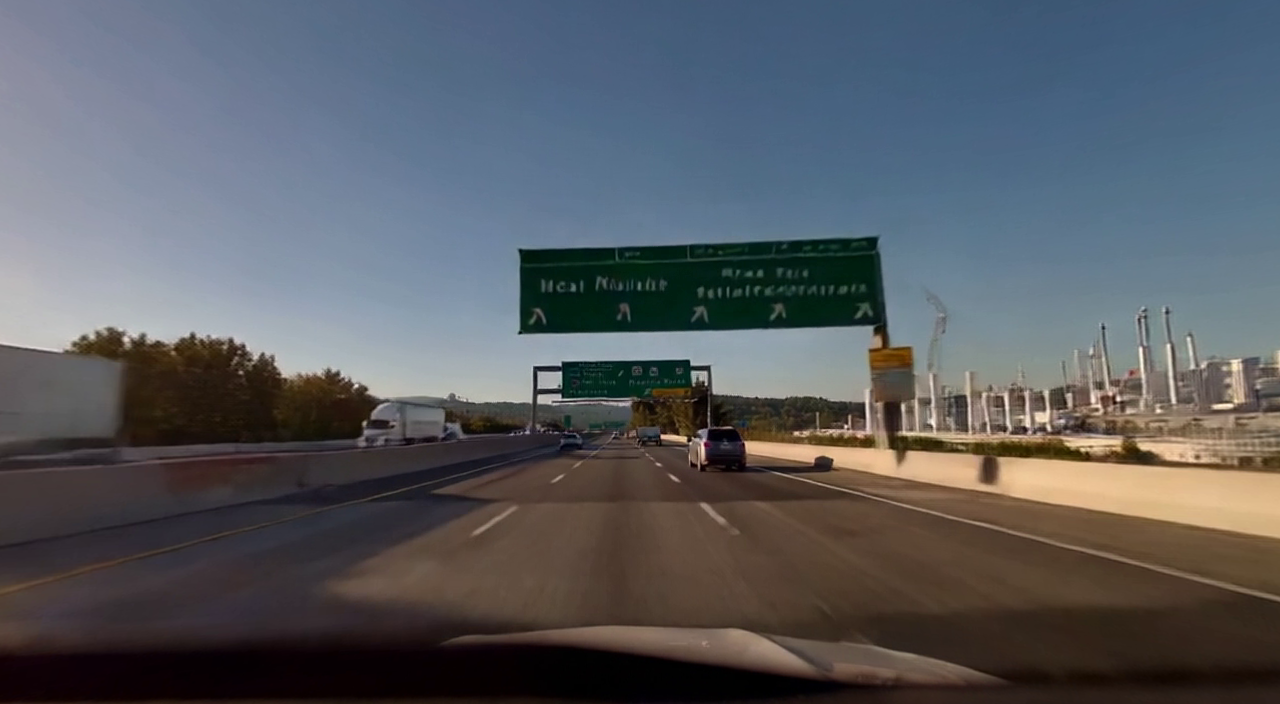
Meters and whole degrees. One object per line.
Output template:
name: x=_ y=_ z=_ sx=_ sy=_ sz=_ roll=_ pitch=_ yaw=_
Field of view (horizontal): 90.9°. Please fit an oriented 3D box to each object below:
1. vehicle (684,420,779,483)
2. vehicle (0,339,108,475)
vehicle: x=2.549 y=2.909 z=18.706 sx=2.022 sy=1.637 sz=4.229 roll=1 pitch=-8 yaw=-3
vehicle: x=-20.593 y=1.177 z=15.396 sx=2.900 sy=4.050 sz=14.511 roll=0 pitch=-8 yaw=-2
